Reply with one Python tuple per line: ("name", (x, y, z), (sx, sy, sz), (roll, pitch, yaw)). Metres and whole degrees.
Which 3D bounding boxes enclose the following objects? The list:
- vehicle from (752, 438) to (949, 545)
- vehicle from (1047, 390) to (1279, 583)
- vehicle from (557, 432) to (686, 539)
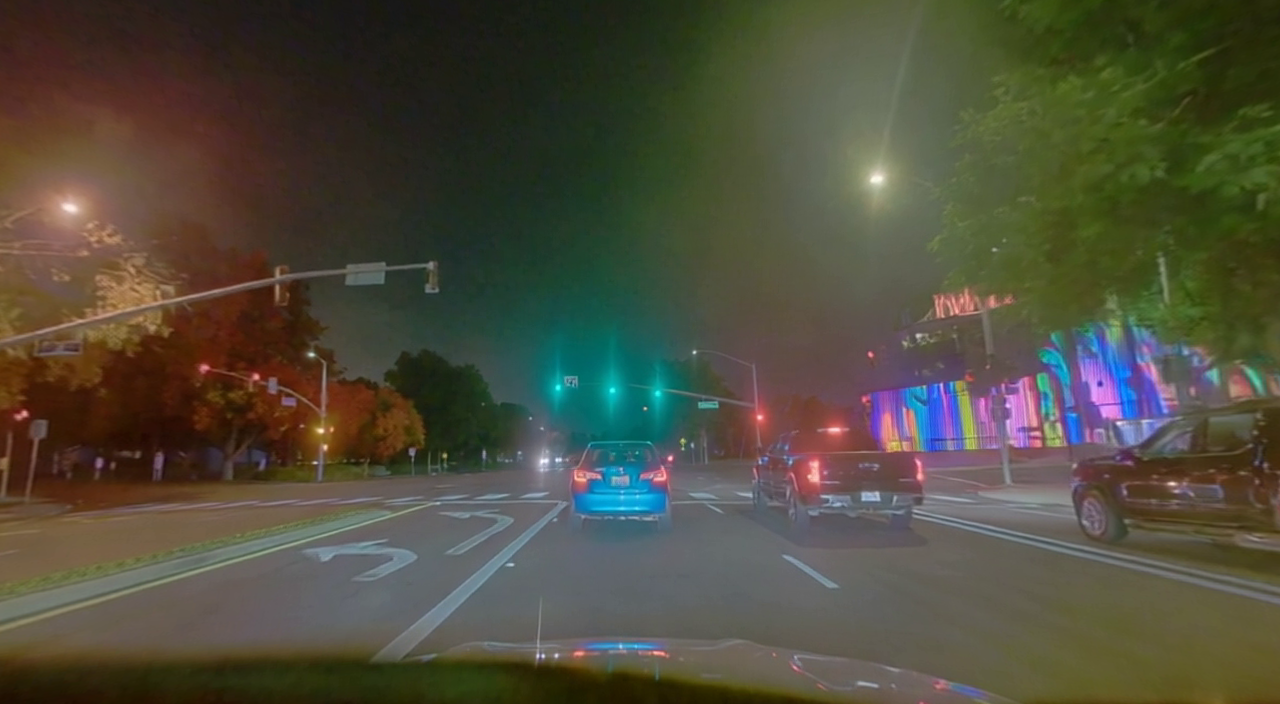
("vehicle", (3.530, 2.400, 11.678), (1.955, 1.550, 4.587), (0, -8, -1))
("vehicle", (7.547, 1.436, 6.940), (2.240, 1.923, 5.678), (0, -8, -1))
("vehicle", (-0.316, 2.393, 11.943), (2.037, 1.674, 3.693), (0, -8, -1))
